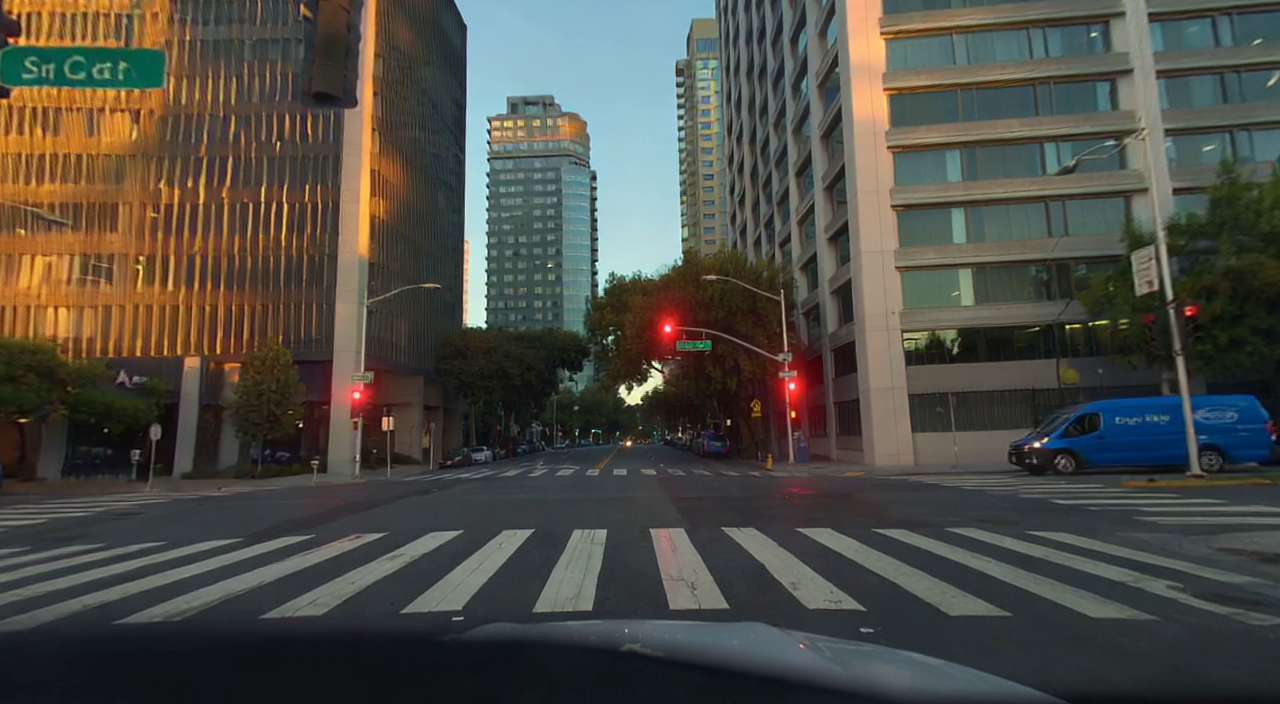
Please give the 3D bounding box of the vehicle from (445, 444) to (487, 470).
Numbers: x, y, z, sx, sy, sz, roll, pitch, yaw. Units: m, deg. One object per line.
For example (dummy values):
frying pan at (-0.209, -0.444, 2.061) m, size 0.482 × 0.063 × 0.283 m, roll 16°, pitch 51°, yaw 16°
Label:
vehicle at (-12.438, 7.504, 45.376) m, size 1.935 × 1.639 × 4.244 m, roll -3°, pitch -8°, yaw -2°

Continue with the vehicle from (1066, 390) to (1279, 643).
vehicle at (5.660, 1.137, 4.248) m, size 2.070 × 1.804 × 4.881 m, roll 0°, pitch -8°, yaw -1°
